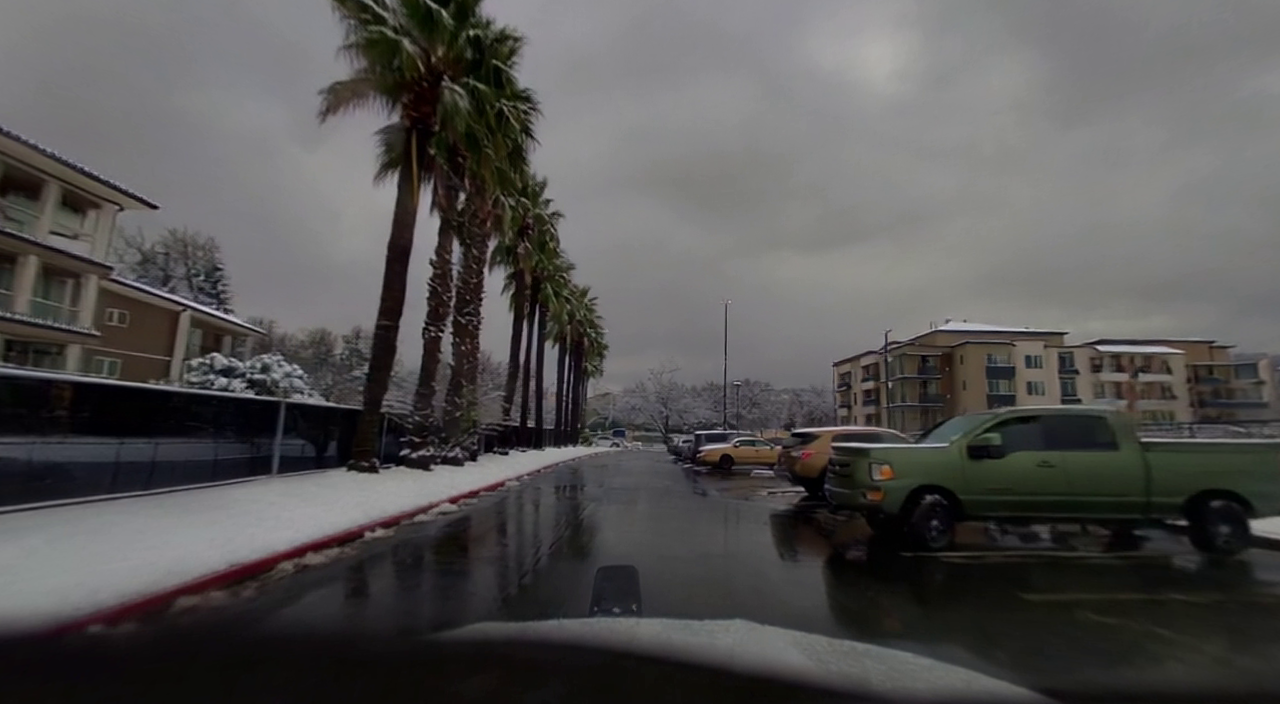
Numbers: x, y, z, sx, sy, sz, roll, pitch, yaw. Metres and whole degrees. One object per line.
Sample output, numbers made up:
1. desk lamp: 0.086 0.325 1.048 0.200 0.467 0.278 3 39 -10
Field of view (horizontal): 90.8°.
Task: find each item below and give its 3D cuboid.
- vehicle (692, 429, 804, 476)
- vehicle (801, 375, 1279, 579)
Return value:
1. vehicle: 4.776 4.505 28.351 4.609 1.734 1.909 3 -9 0
2. vehicle: 5.219 1.564 8.350 5.639 2.033 2.172 3 -7 3
